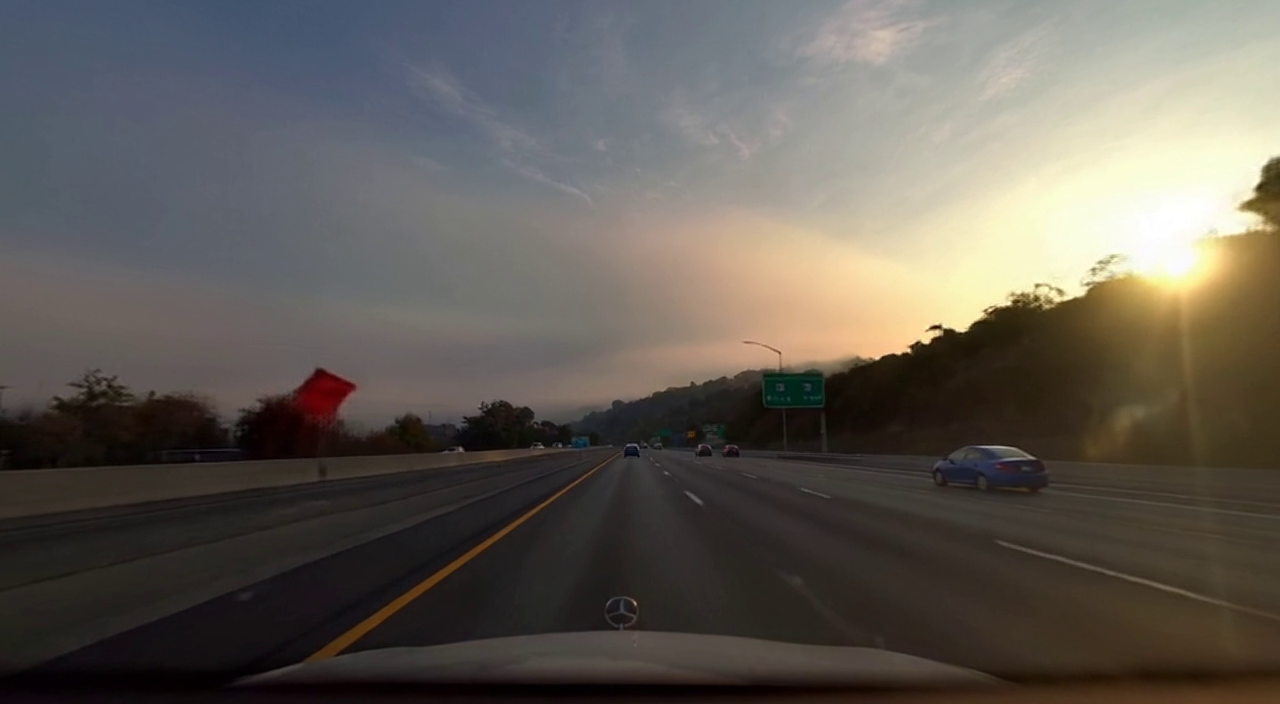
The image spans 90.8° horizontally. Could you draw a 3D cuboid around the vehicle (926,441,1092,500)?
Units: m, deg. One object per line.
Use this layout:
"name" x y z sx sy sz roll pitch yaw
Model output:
"vehicle" 10.655 3.404 18.797 2.024 1.481 4.747 1 -8 -1
